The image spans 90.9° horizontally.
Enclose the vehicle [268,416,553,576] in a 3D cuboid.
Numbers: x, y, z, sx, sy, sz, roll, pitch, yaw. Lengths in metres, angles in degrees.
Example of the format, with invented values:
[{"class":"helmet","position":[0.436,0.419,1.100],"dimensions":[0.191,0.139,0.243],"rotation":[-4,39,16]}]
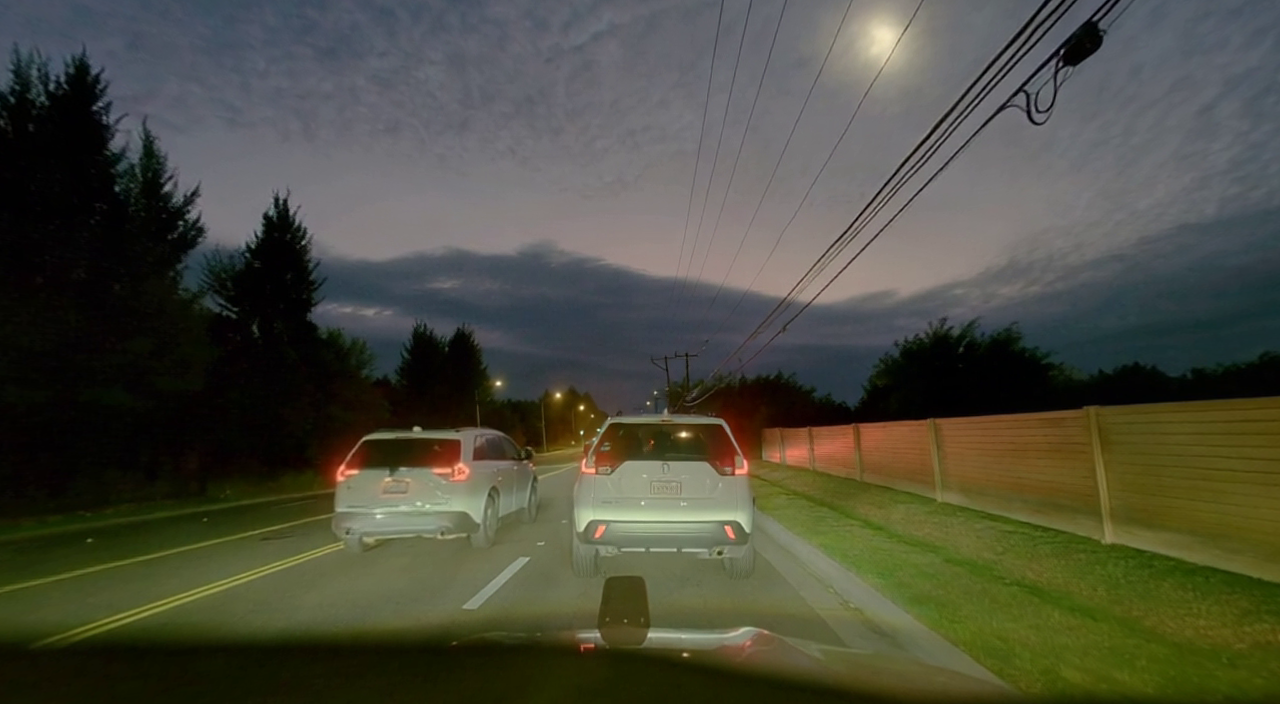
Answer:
[{"class":"vehicle","position":[-2.734,1.855,8.996],"dimensions":[2.176,1.653,4.666],"rotation":[0,-9,2]}]

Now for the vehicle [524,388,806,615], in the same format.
[{"class":"vehicle","position":[0.197,1.462,7.020],"dimensions":[2.174,1.749,4.113],"rotation":[0,-9,0]}]
